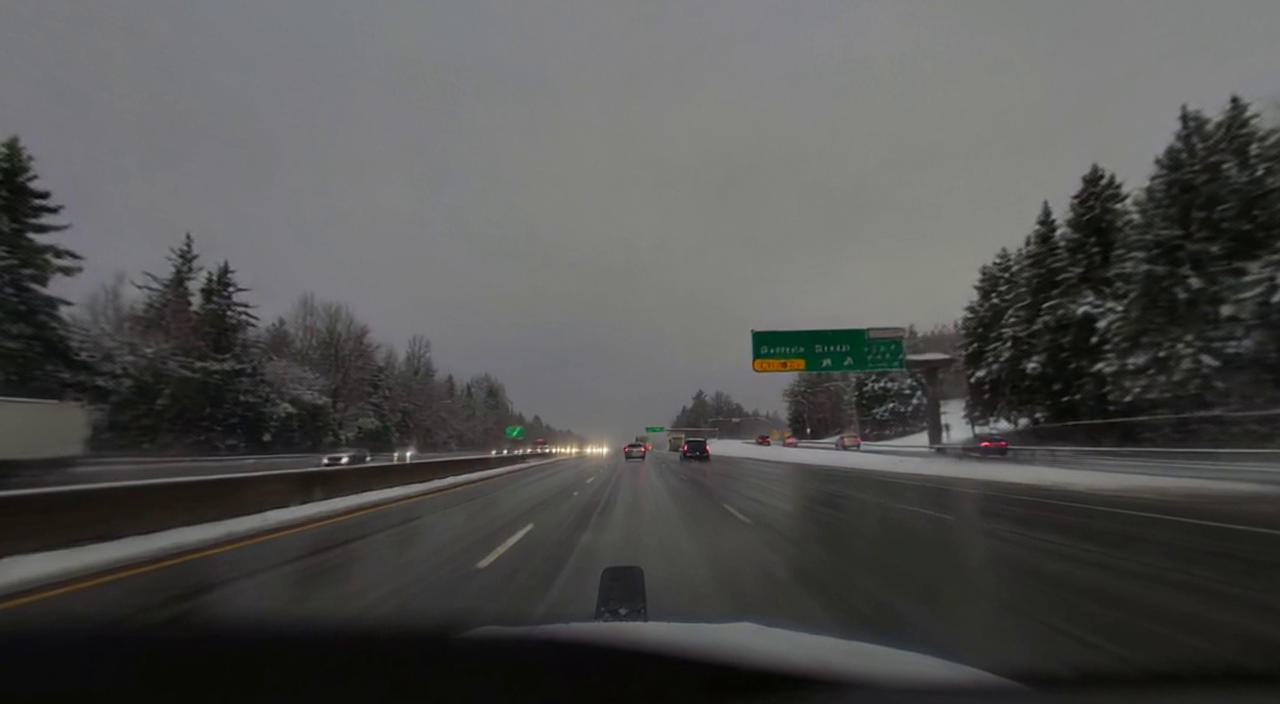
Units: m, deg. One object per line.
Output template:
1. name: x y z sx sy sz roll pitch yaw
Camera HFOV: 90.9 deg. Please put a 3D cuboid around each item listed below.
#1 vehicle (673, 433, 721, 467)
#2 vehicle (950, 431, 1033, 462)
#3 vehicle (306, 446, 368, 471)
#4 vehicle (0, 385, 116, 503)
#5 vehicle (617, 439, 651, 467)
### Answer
1. vehicle: 3.686 6.453 41.690 2.505 2.020 5.532 0 -8 -1
2. vehicle: 18.002 4.861 32.540 1.872 1.459 4.502 -1 -8 3
3. vehicle: -19.148 6.718 40.075 1.835 1.508 4.220 0 -8 0
4. vehicle: -18.923 2.282 15.573 2.742 3.208 10.824 0 -8 0
5. vehicle: -0.374 6.586 41.297 2.105 1.711 4.293 0 -8 0
